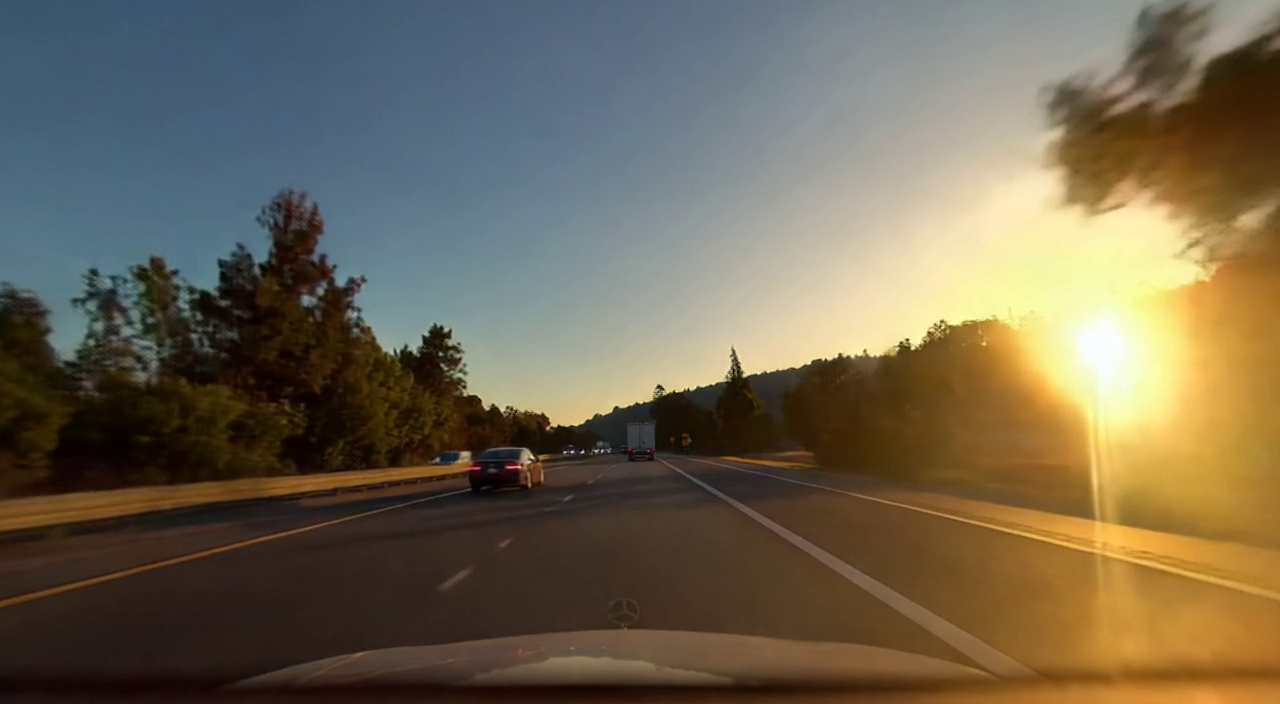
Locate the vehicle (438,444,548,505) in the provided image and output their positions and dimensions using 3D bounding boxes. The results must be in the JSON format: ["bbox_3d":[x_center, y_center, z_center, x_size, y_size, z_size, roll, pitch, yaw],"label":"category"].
[{"bbox_3d":[-3.859,3.297,17.365,1.955,1.438,4.100,-1,-9,1],"label":"vehicle"}]
